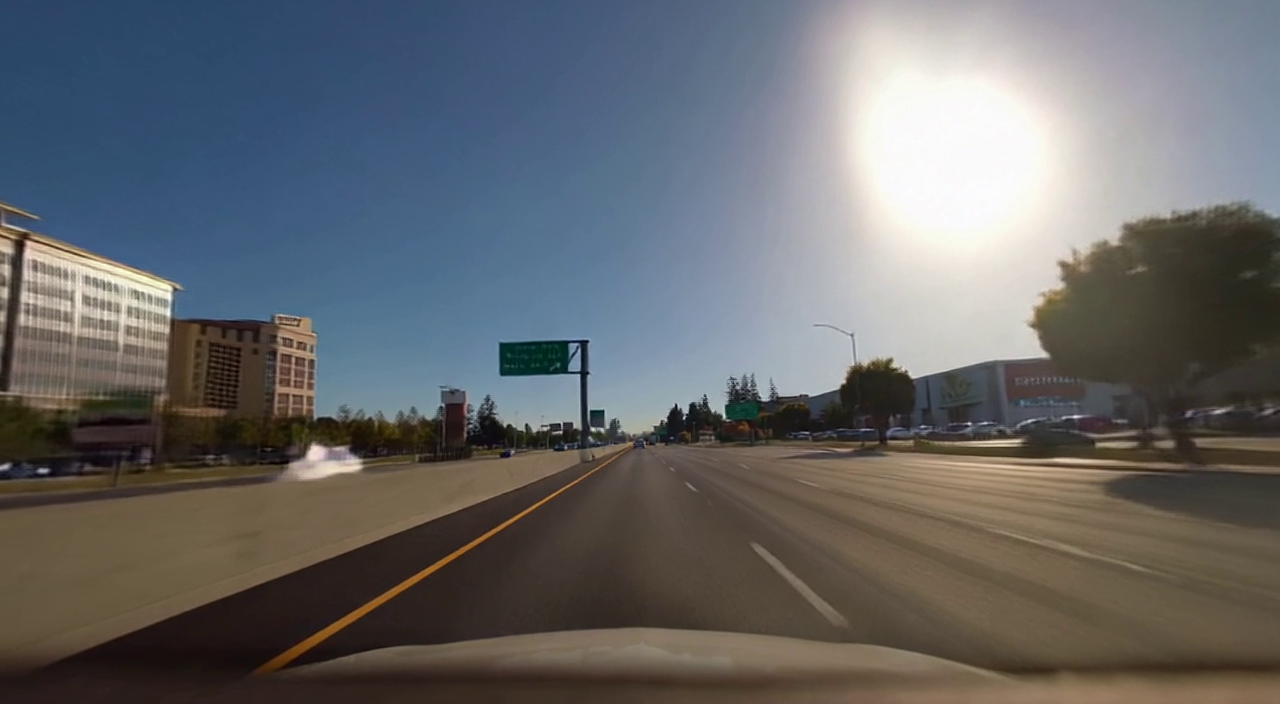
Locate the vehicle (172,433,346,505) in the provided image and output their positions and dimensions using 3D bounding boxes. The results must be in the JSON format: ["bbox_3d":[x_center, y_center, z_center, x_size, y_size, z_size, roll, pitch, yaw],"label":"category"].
[{"bbox_3d":[-11.458,3.536,19.548,2.171,1.915,5.048,0,-8,0],"label":"vehicle"}]

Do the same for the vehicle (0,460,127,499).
[{"bbox_3d":[-26.182,5.678,28.522,1.959,1.476,4.795,0,-8,-1],"label":"vehicle"}]
